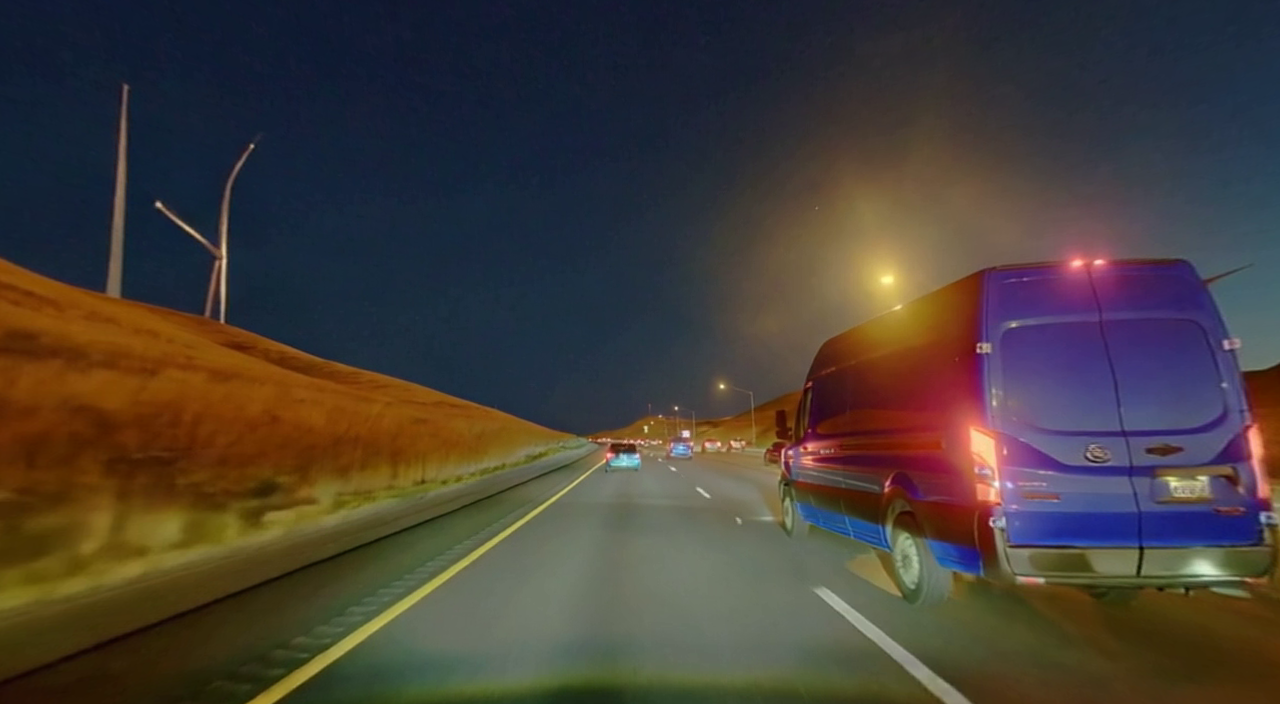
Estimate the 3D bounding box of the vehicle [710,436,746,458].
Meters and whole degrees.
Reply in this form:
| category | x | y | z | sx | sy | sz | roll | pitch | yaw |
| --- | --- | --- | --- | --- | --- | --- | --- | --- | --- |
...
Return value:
| category | x | y | z | sx | sy | sz | roll | pitch | yaw |
| --- | --- | --- | --- | --- | --- | --- | --- | --- | --- |
| vehicle | 6.398 | 6.944 | 46.295 | 1.850 | 1.475 | 4.460 | 0 | -8 | -1 |

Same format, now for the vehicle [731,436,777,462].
| category | x | y | z | sx | sy | sz | roll | pitch | yaw |
| --- | --- | --- | --- | --- | --- | --- | --- | --- | --- |
| vehicle | 6.890 | 5.901 | 38.681 | 1.858 | 1.475 | 4.421 | 0 | -8 | -2 |

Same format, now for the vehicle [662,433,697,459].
| category | x | y | z | sx | sy | sz | roll | pitch | yaw |
| --- | --- | --- | --- | --- | --- | --- | --- | --- | --- |
| vehicle | 2.697 | 6.556 | 44.289 | 2.108 | 1.717 | 3.996 | 0 | -8 | -1 |

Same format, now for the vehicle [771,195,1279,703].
| category | x | y | z | sx | sy | sz | roll | pitch | yaw |
| --- | --- | --- | --- | --- | --- | --- | --- | --- | --- |
| vehicle | 3.093 | 0.860 | 6.104 | 2.365 | 2.630 | 5.754 | 0 | -8 | 0 |

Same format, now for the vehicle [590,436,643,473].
| category | x | y | z | sx | sy | sz | roll | pitch | yaw |
| --- | --- | --- | --- | --- | --- | --- | --- | --- | --- |
| vehicle | -0.933 | 4.278 | 26.574 | 2.082 | 1.445 | 3.826 | 0 | -8 | -1 |
